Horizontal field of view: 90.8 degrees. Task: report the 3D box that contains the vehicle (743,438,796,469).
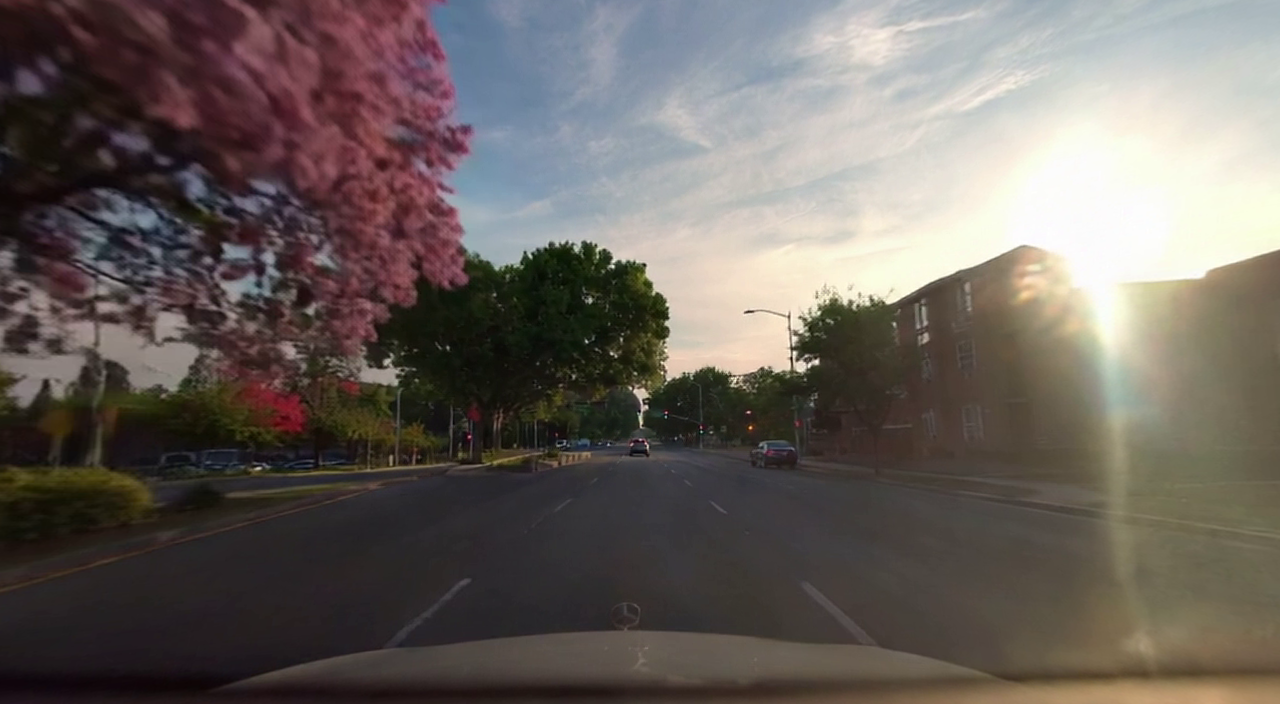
[{"bbox_3d":[7.124,5.616,35.095,1.933,1.580,4.162,0,-9,-2],"label":"vehicle"}]
